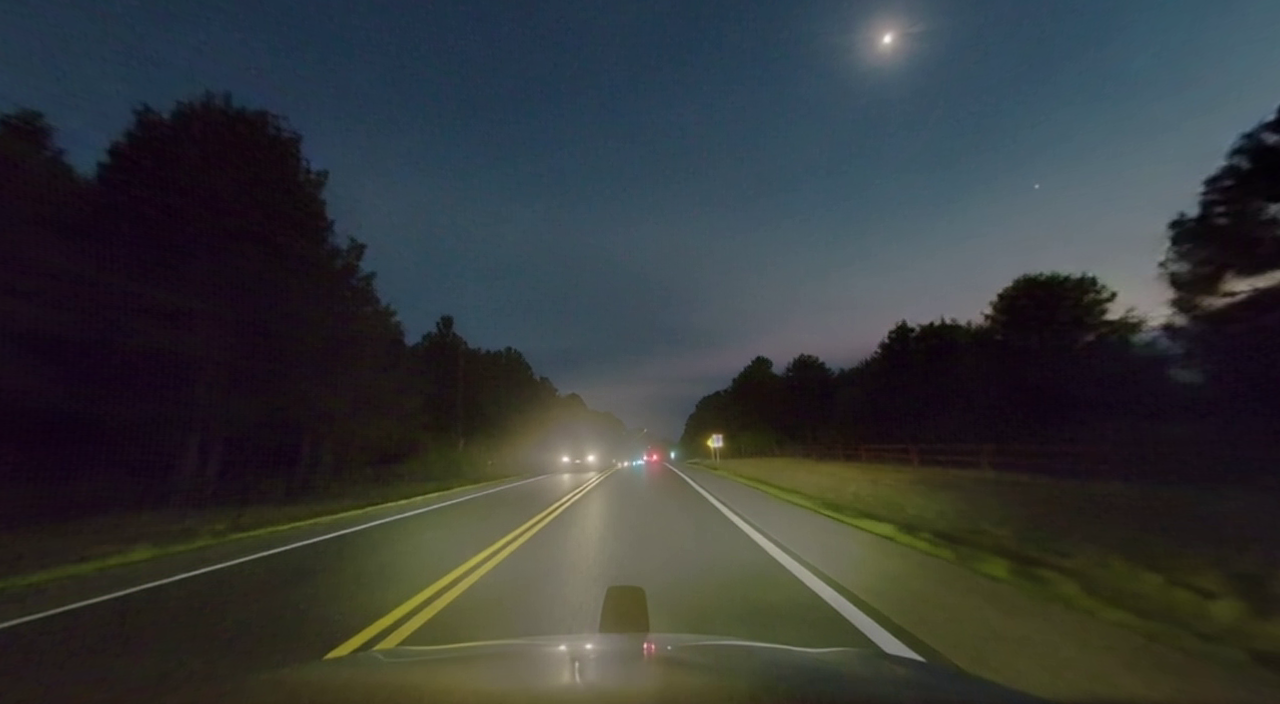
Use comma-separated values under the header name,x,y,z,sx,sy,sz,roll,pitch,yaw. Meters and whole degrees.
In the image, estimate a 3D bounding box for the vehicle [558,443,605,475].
name,x,y,z,sx,sy,sz,roll,pitch,yaw
vehicle,-3.567,6.707,39.733,2.255,1.849,5.576,-1,-9,2
